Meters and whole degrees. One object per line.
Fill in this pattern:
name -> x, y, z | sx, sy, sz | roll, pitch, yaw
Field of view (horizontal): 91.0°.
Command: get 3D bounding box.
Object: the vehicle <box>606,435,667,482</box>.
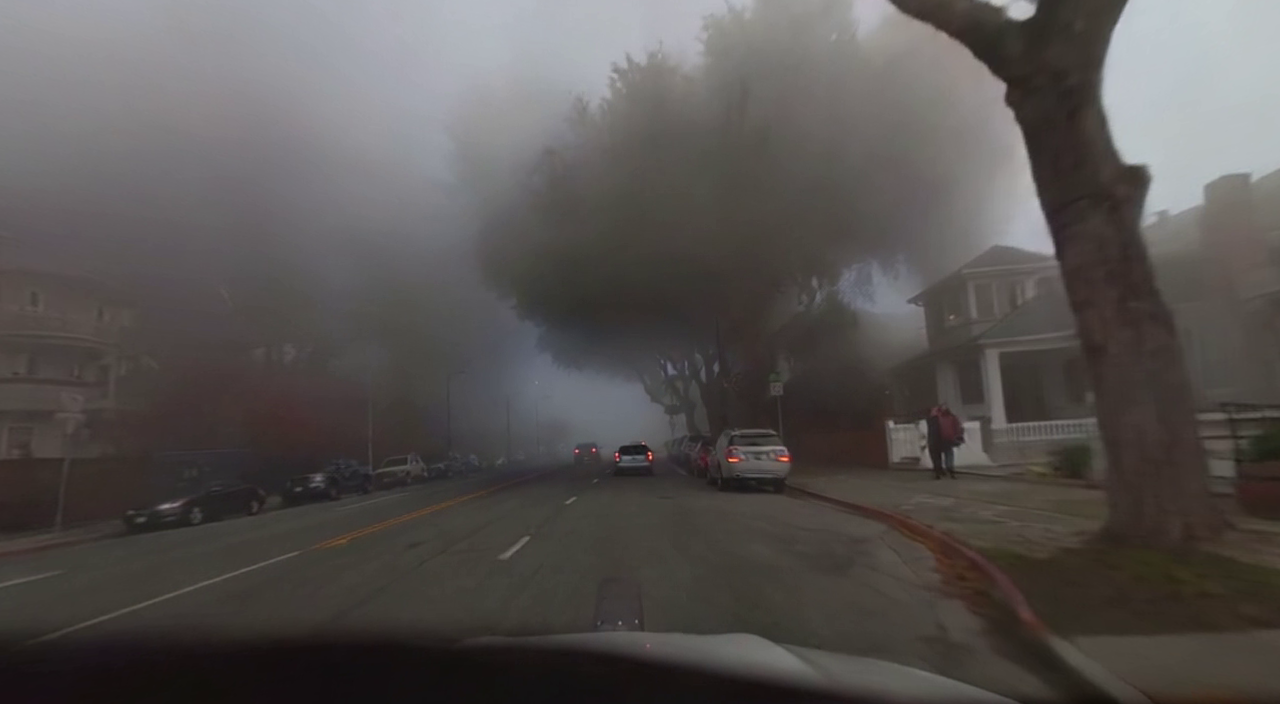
vehicle -> -0.125, 3.797, 22.771 | 1.998, 1.518, 4.015 | 0, -8, 0

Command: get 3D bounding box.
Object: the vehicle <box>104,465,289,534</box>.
vehicle -> -11.953, 3.958, 17.424 | 1.913, 1.475, 4.372 | -1, -8, 1

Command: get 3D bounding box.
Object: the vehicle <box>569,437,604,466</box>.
vehicle -> -3.565, 6.714, 42.679 | 1.983, 1.841, 4.013 | 0, -8, 0

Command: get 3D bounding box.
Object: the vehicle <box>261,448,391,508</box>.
vehicle -> -12.109, 4.847, 24.922 | 2.109, 1.941, 6.025 | 0, -8, -1

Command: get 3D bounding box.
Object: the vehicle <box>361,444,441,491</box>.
vehicle -> -12.233, 5.897, 32.606 | 2.210, 2.148, 4.849 | 0, -8, 0

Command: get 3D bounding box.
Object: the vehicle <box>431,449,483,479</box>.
vehicle -> -12.174, 7.500, 42.309 | 2.026, 1.791, 4.909 | 0, -8, 0

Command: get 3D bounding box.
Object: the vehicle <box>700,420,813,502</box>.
vehicle -> 2.708, 2.646, 15.754 | 1.969, 1.725, 4.387 | 0, -8, 0
